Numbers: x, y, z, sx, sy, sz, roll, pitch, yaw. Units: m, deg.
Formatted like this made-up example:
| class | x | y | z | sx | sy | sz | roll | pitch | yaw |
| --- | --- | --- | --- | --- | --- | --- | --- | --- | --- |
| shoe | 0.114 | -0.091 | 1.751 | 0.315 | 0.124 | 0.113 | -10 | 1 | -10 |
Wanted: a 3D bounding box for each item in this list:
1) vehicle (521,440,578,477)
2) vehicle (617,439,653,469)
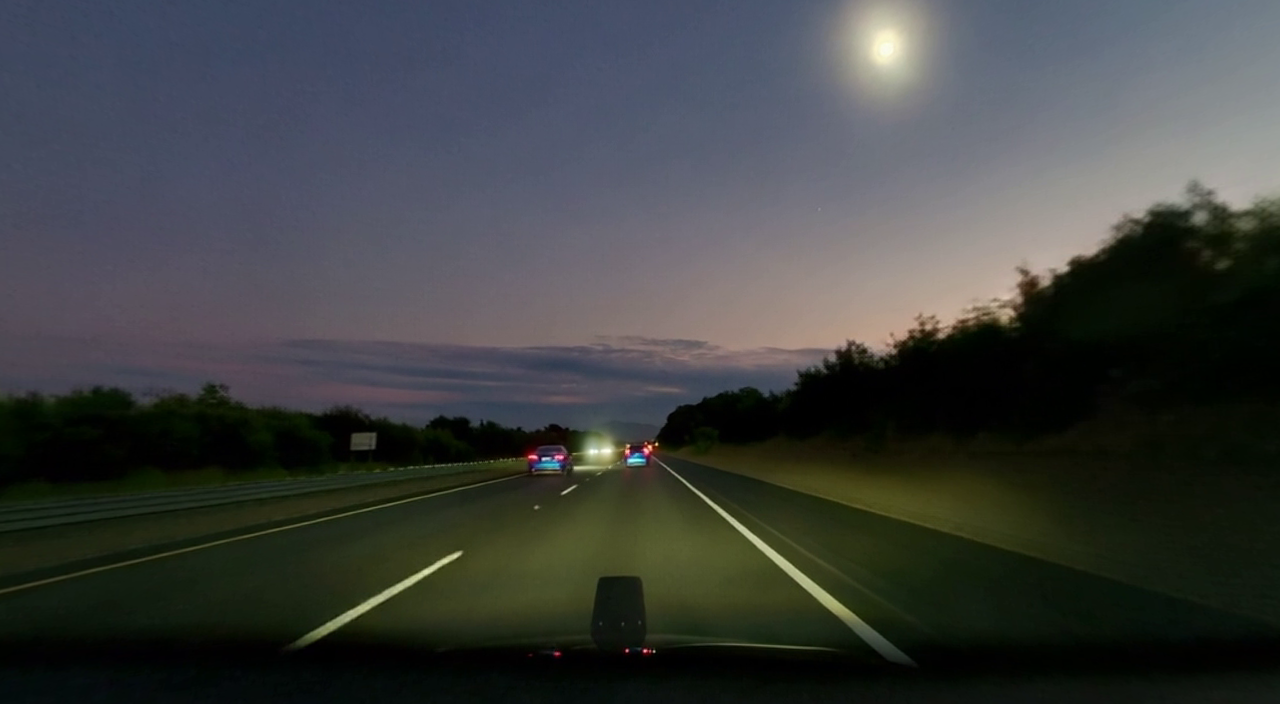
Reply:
| class | x | y | z | sx | sy | sz | roll | pitch | yaw |
| --- | --- | --- | --- | --- | --- | --- | --- | --- | --- |
| vehicle | -4.336 | 5.196 | 30.830 | 2.113 | 1.656 | 4.215 | 0 | -9 | 1 |
| vehicle | -0.274 | 6.357 | 39.303 | 2.126 | 1.786 | 3.958 | 0 | -9 | 0 |
